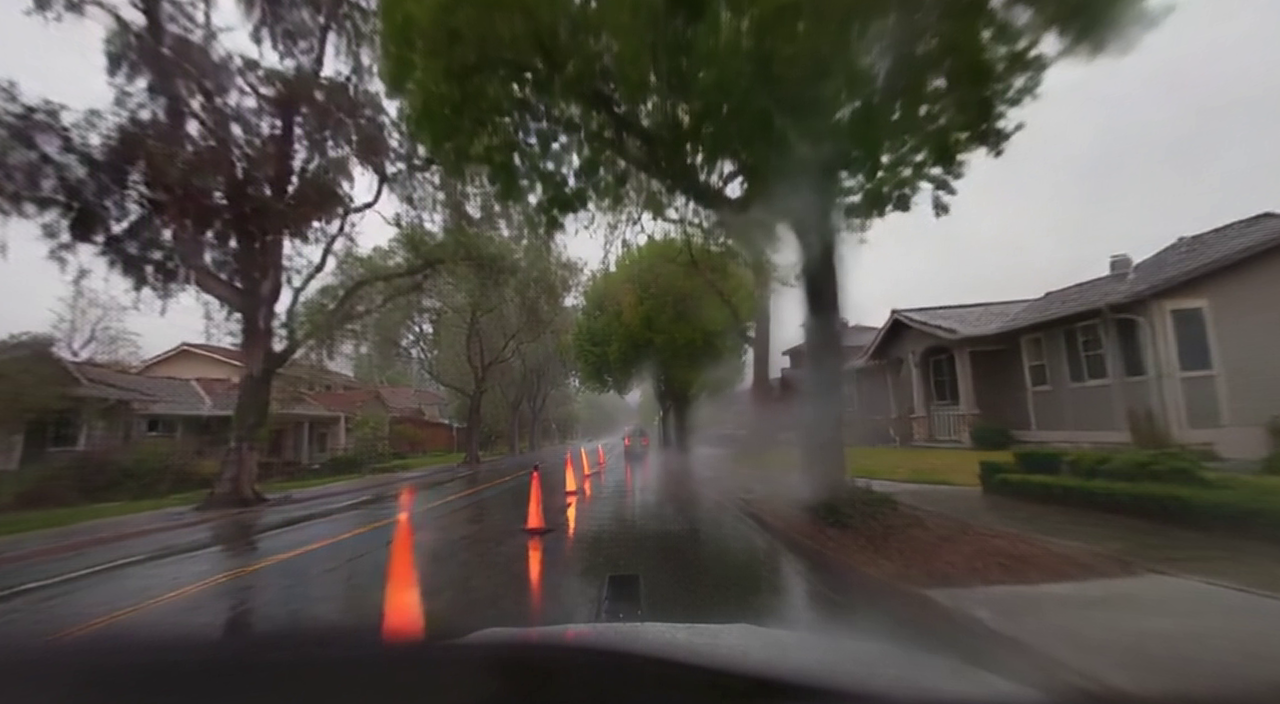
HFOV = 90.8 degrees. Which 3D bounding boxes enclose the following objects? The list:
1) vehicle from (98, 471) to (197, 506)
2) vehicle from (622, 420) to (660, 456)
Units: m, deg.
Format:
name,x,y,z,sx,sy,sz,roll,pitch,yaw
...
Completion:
name,x,y,z,sx,sy,sz,roll,pitch,yaw
vehicle,-25.487,7.027,32.698,4.314,1.583,1.779,-3,-9,18
vehicle,-0.030,5.231,38.226,2.169,2.015,5.206,0,-8,-2
